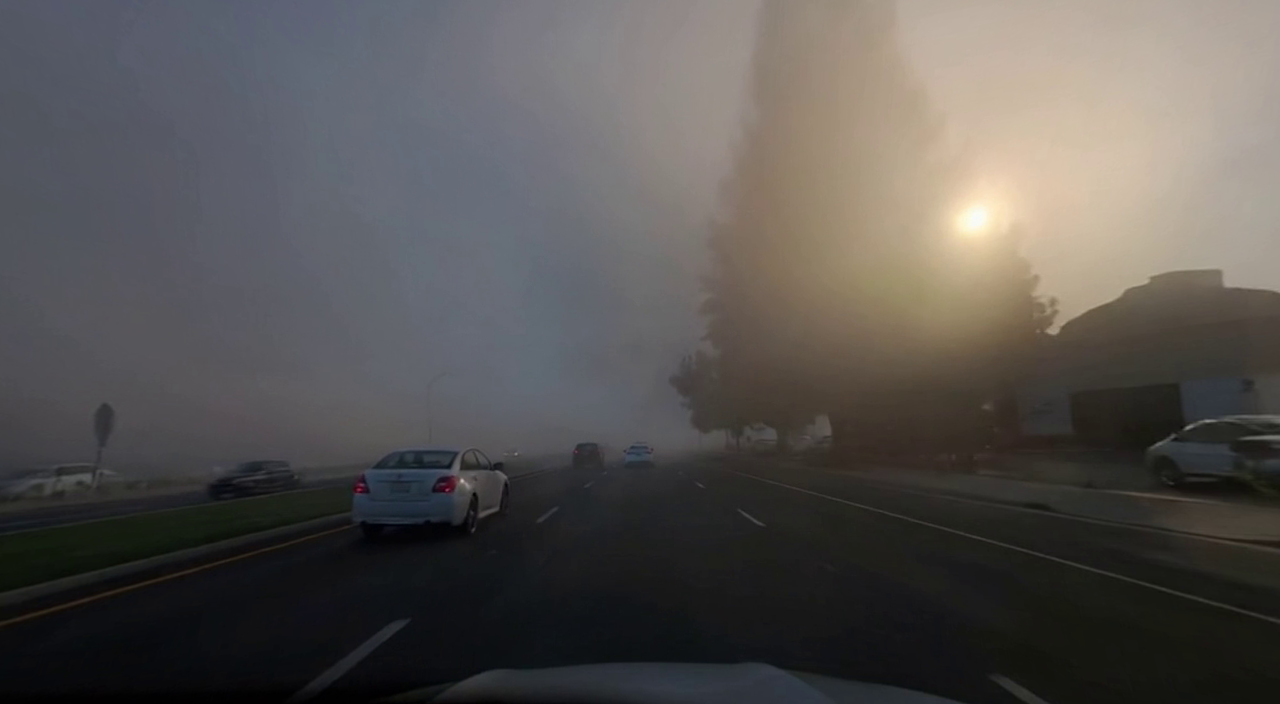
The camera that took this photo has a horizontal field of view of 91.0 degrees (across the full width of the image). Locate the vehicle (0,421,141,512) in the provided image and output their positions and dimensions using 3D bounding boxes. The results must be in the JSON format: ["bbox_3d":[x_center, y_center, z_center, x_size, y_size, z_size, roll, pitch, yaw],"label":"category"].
[{"bbox_3d":[-22.985,4.552,25.552,2.843,3.351,3.542,2,-9,-15],"label":"vehicle"}]

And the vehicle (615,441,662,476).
[{"bbox_3d":[-0.077,4.895,29.101,2.019,1.459,4.005,0,-9,-1],"label":"vehicle"}]

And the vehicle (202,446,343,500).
[{"bbox_3d":[-12.301,4.036,21.513,2.075,1.636,4.464,0,-9,1],"label":"vehicle"}]

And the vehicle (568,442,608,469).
[{"bbox_3d":[-3.010,6.160,37.490,1.939,1.496,4.309,0,-9,1],"label":"vehicle"}]

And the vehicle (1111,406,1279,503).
[{"bbox_3d":[12.878,2.131,13.198,2.072,1.769,5.000,0,-9,-1],"label":"vehicle"}]

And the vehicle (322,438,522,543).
[{"bbox_3d":[-3.555,2.333,11.278,2.003,1.488,4.282,0,-9,0],"label":"vehicle"}]
